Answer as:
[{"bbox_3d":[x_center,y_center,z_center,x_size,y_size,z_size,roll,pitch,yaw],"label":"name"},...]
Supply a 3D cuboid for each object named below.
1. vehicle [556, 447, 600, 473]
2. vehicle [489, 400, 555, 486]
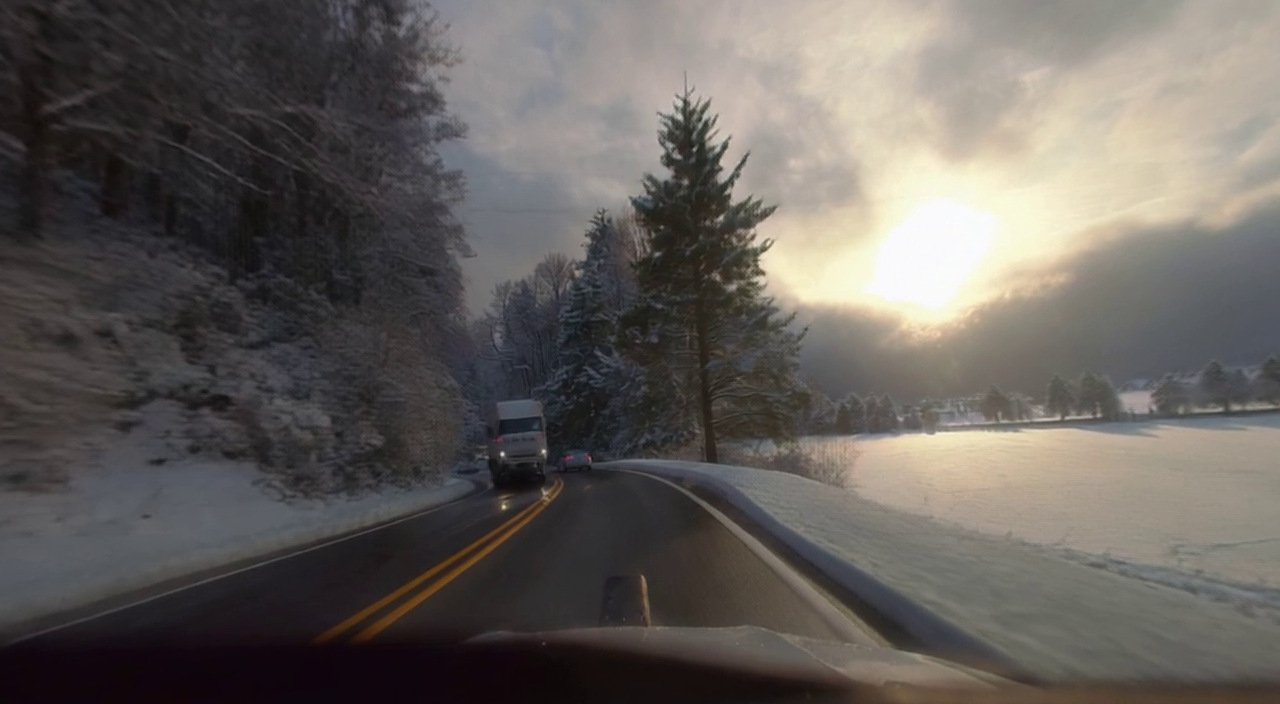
[{"bbox_3d":[-4.002,6.827,40.142,2.120,1.491,4.349,2,-9,-14],"label":"vehicle"},{"bbox_3d":[-7.297,5.431,37.576,2.999,4.301,11.457,2,-9,-14],"label":"vehicle"}]
